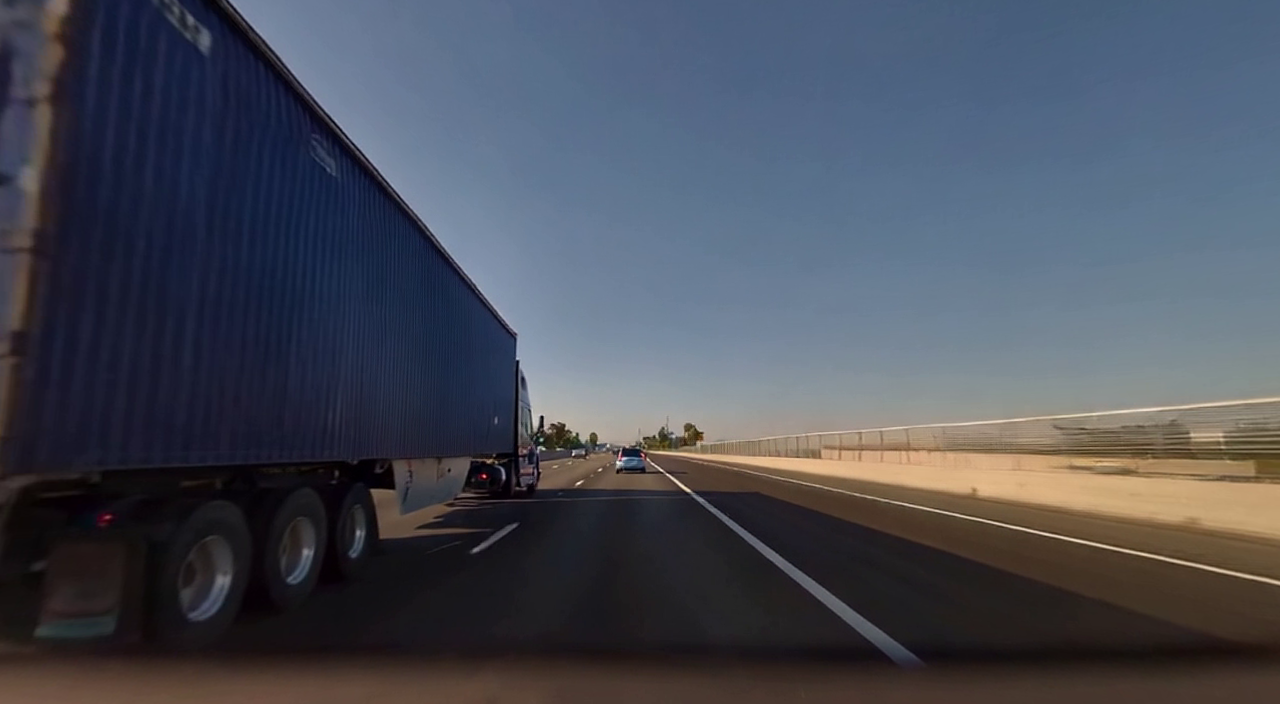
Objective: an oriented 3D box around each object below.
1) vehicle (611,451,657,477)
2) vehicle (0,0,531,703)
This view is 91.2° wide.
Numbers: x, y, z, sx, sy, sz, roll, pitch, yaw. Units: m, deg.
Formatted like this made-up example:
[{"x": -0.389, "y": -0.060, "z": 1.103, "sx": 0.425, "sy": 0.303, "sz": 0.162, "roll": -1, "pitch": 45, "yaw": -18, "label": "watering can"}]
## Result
[{"x": -0.311, "y": 6.256, "z": 35.385, "sx": 2.398, "sy": 1.336, "sz": 5.698, "roll": 0, "pitch": -9, "yaw": 0, "label": "vehicle"}, {"x": -3.971, "y": 0.567, "z": 7.697, "sx": 2.914, "sy": 4.039, "sz": 14.493, "roll": 0, "pitch": -9, "yaw": -1, "label": "vehicle"}]
